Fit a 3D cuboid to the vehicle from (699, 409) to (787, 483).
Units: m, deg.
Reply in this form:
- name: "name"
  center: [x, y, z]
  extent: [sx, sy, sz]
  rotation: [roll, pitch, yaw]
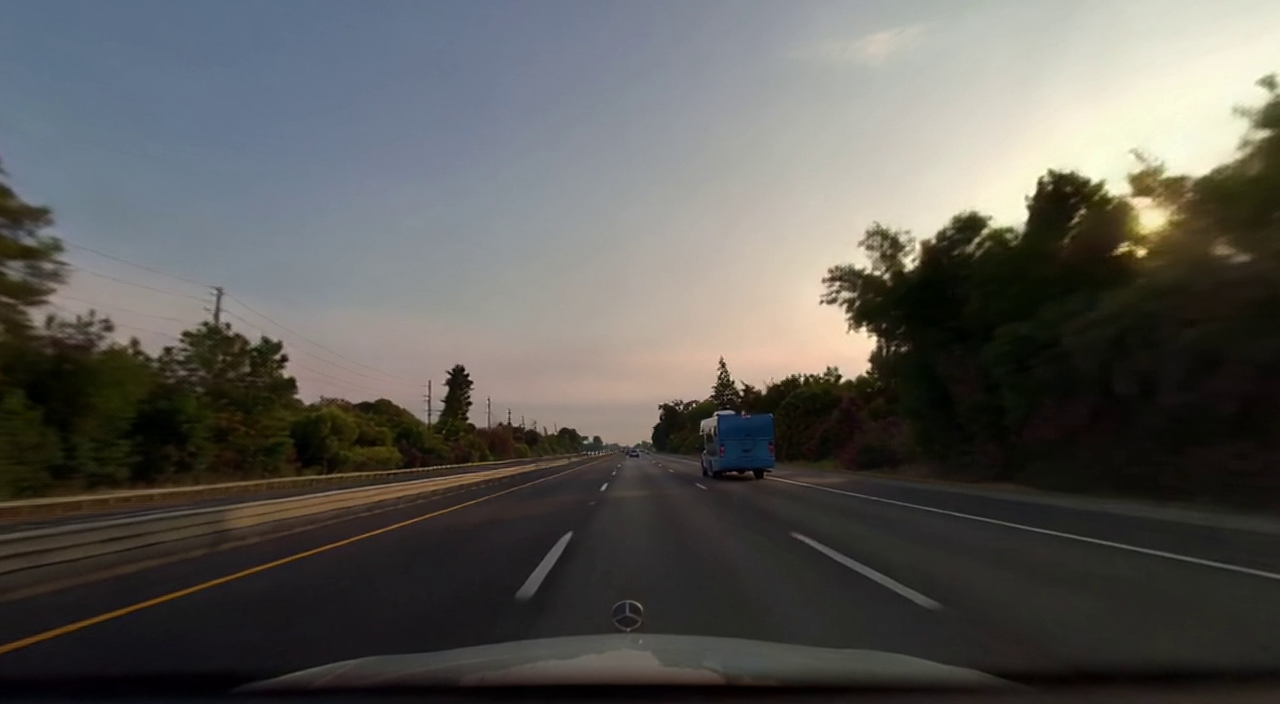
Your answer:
- name: "vehicle"
  center: [4.218, 4.063, 27.162]
  extent: [2.556, 2.763, 6.287]
  rotation: [0, -9, -2]
